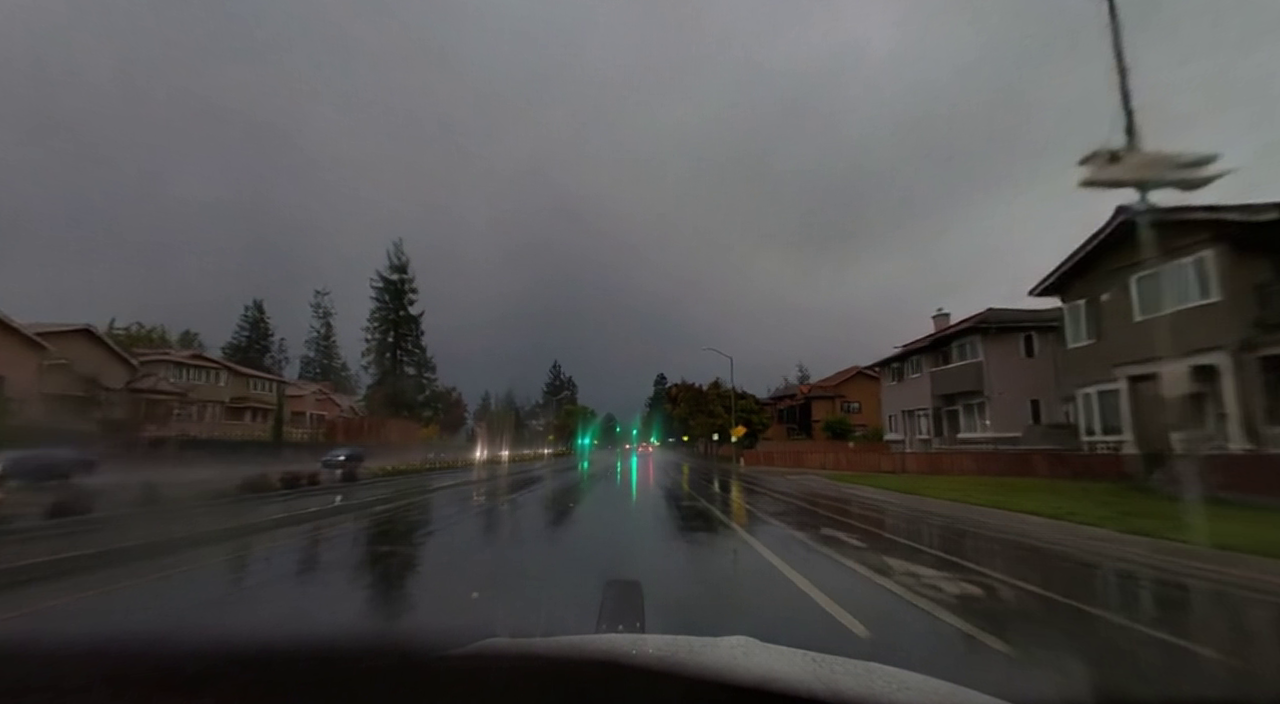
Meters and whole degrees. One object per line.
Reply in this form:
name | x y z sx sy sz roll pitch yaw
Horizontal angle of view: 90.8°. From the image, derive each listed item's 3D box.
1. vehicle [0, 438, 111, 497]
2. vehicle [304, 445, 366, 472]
vehicle | -19.856 3.613 19.998 2.166 1.720 4.629 0 -9 0
vehicle | -20.341 7.112 42.348 1.887 1.664 4.491 0 -9 0
